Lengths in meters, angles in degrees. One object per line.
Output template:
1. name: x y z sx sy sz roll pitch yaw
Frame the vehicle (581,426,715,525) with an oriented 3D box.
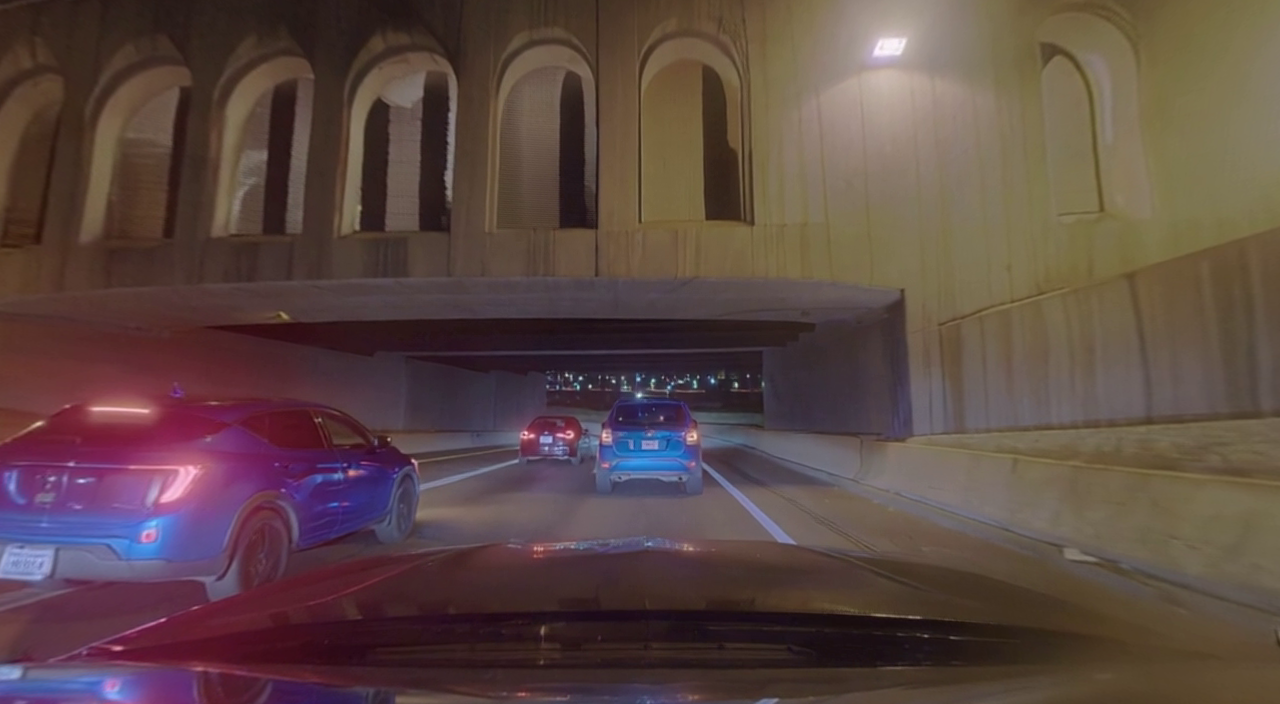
1. vehicle: 0.086 2.171 11.643 2.020 1.478 4.092 0 -8 -1

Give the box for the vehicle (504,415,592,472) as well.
1. vehicle: -3.394 3.570 24.585 2.329 1.948 5.800 -1 -8 2

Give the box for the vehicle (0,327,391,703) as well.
1. vehicle: -3.555 1.013 4.006 2.017 1.761 4.572 0 -8 1

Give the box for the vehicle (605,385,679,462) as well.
1. vehicle: 0.117 3.565 30.268 2.948 3.096 9.492 0 -8 1
